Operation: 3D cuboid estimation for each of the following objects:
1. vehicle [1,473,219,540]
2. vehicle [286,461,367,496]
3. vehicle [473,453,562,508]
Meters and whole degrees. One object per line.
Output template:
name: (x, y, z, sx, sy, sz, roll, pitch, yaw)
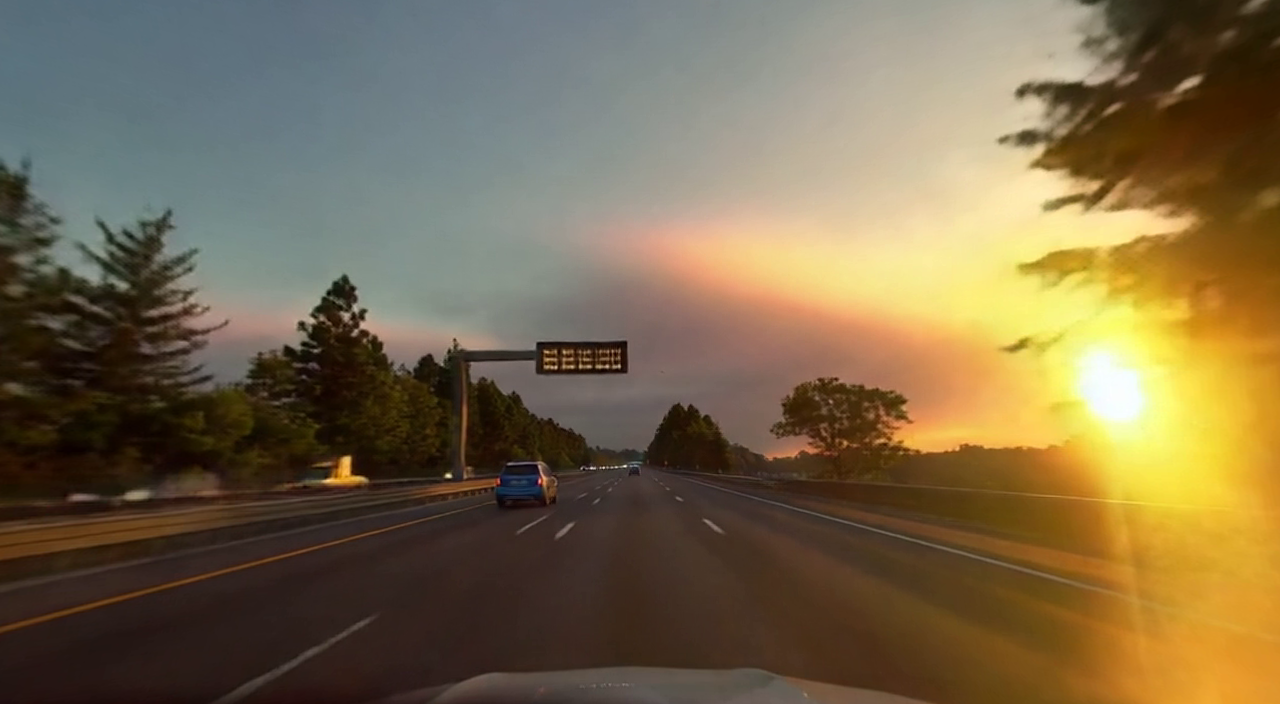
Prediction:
vehicle: (-13.474, 3.926, 16.496, 1.827, 1.436, 4.554, 1, -10, -2)
vehicle: (-17.788, 7.195, 36.098, 2.060, 1.831, 5.034, 1, -10, -1)
vehicle: (-3.890, 4.199, 20.817, 2.081, 1.586, 4.245, 0, -10, 0)
